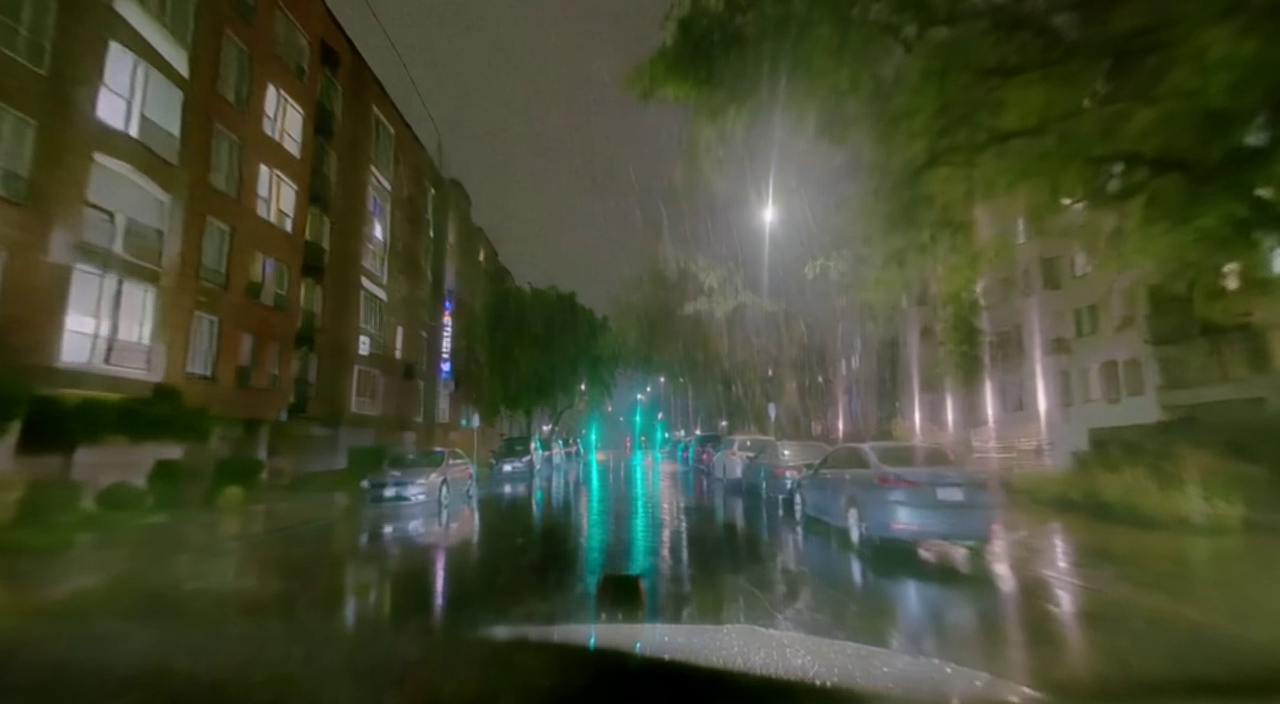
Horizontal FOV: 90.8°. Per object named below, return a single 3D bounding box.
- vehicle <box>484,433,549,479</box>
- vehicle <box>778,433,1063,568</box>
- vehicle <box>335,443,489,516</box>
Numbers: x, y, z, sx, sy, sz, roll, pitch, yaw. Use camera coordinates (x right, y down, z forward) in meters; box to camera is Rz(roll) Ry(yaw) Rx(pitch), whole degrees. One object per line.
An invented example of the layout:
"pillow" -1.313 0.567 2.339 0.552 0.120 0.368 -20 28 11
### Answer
"vehicle" -5.507 4.692 28.800 2.069 1.881 4.697 0 -8 -1
"vehicle" 3.630 1.983 9.388 1.881 1.460 4.737 0 -8 -3
"vehicle" -5.318 2.992 15.497 2.080 1.458 4.511 -1 -8 0
